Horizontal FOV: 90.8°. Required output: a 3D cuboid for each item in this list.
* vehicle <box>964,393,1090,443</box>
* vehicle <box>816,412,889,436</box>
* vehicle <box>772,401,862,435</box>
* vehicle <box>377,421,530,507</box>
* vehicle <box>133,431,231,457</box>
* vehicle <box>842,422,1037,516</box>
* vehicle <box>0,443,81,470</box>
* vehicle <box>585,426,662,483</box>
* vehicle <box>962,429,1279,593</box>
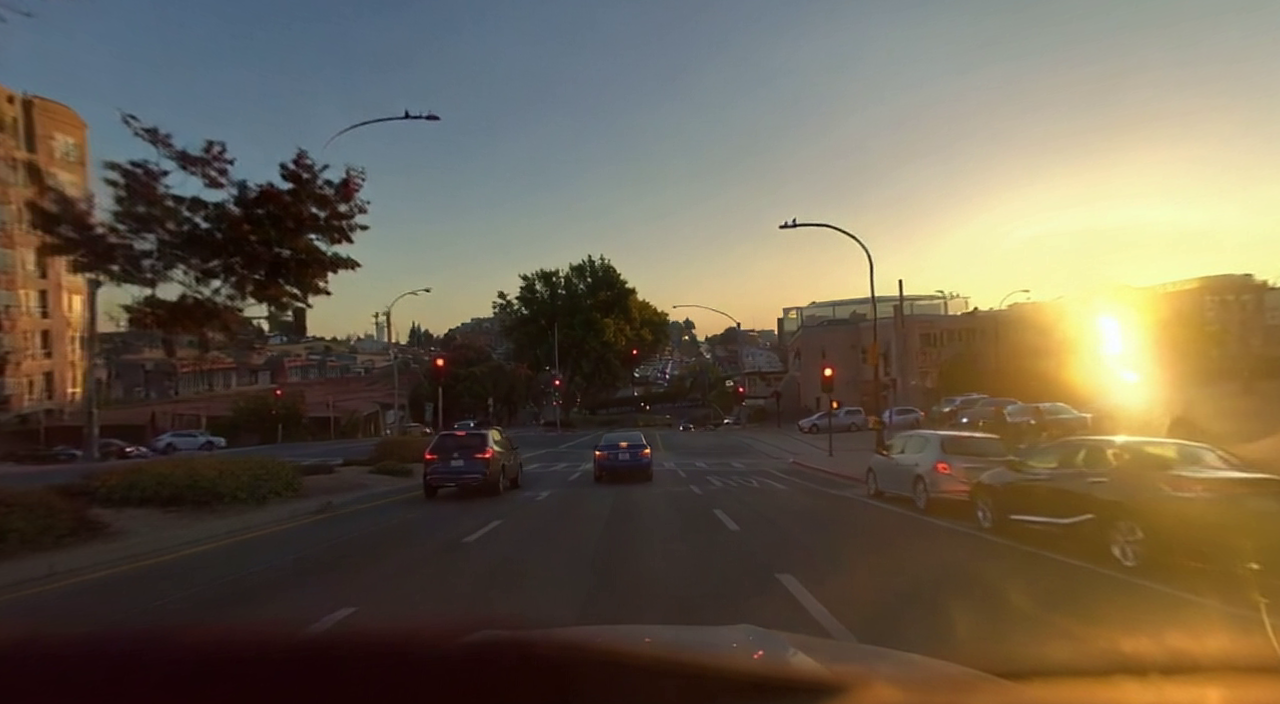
[{"bbox_3d":[21.676,3.754,35.537,5.756,2.653,2.403,2,-9,-11],"label":"vehicle"},{"bbox_3d":[15.214,5.177,45.275,4.775,1.604,1.915,3,-9,-20],"label":"vehicle"},{"bbox_3d":[13.781,5.191,49.160,6.541,2.480,2.259,3,-9,-19],"label":"vehicle"},{"bbox_3d":[-3.732,2.349,13.605,1.934,1.522,4.464,0,-8,0],"label":"vehicle"},{"bbox_3d":[-27.401,5.539,37.904,4.453,1.471,1.921,-1,-8,4],"label":"vehicle"},{"bbox_3d":[6.201,2.469,13.840,1.904,1.705,4.510,0,-9,-2],"label":"vehicle"},{"bbox_3d":[-34.165,5.804,35.206,3.957,1.396,2.134,0,-8,1],"label":"vehicle"},{"bbox_3d":[-0.446,3.075,19.073,2.082,1.520,3.896,0,-8,0],"label":"vehicle"},{"bbox_3d":[6.129,1.797,8.016,1.959,1.513,4.104,0,-8,1],"label":"vehicle"}]
